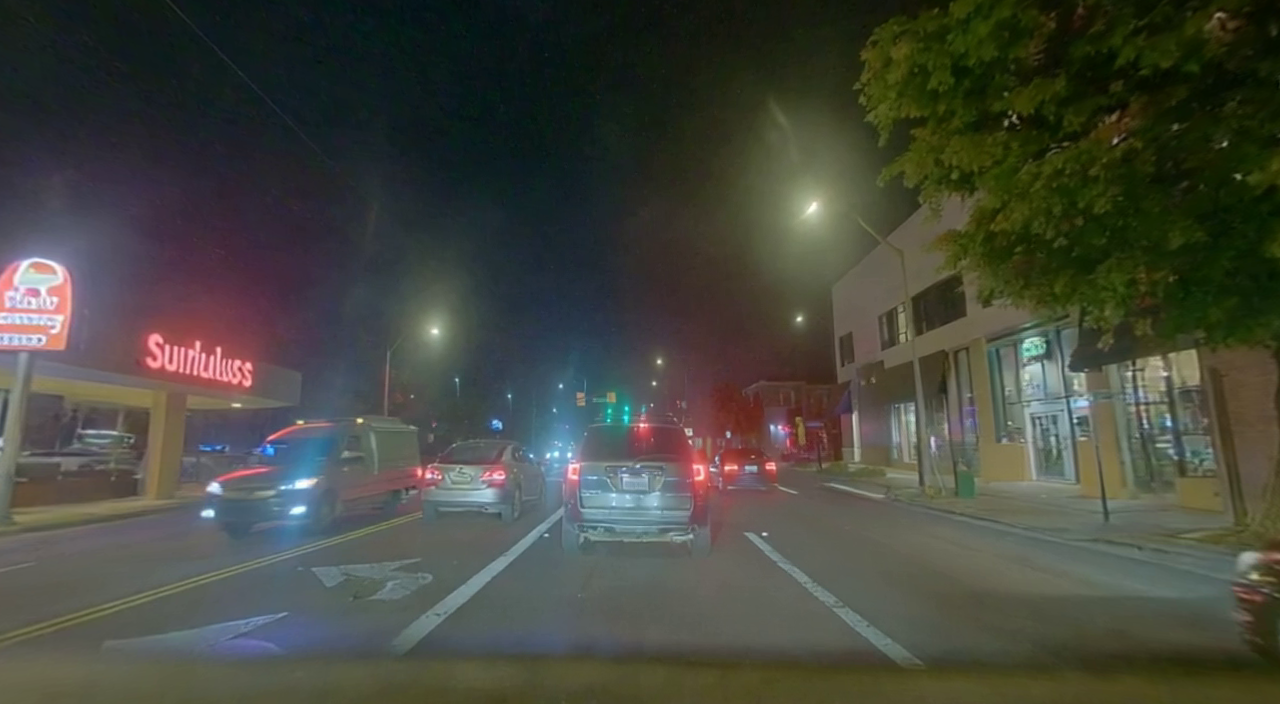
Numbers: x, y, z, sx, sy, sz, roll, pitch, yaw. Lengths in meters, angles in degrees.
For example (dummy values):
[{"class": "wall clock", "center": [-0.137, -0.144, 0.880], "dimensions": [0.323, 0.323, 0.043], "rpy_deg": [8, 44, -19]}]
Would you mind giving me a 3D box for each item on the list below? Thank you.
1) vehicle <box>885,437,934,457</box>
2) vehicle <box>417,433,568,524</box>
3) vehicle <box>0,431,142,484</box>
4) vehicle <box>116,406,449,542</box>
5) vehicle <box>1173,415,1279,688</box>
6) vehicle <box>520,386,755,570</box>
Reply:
[{"class": "vehicle", "center": [21.089, 7.474, 49.491], "dimensions": [1.889, 1.496, 4.092], "rpy_deg": [0, -9, -3]}, {"class": "vehicle", "center": [-2.857, 2.550, 13.356], "dimensions": [1.975, 1.570, 4.456], "rpy_deg": [0, -8, 2]}, {"class": "vehicle", "center": [-24.264, 4.299, 26.024], "dimensions": [2.131, 1.887, 6.053], "rpy_deg": [-1, -8, 5]}, {"class": "vehicle", "center": [-6.547, 2.377, 13.098], "dimensions": [3.233, 2.097, 6.390], "rpy_deg": [0, -8, -1]}, {"class": "vehicle", "center": [4.604, 0.871, 1.772], "dimensions": [1.994, 1.545, 4.919], "rpy_deg": [0, -8, 2]}, {"class": "vehicle", "center": [-0.056, 1.803, 9.851], "dimensions": [2.638, 2.065, 5.313], "rpy_deg": [0, -8, -1]}]
